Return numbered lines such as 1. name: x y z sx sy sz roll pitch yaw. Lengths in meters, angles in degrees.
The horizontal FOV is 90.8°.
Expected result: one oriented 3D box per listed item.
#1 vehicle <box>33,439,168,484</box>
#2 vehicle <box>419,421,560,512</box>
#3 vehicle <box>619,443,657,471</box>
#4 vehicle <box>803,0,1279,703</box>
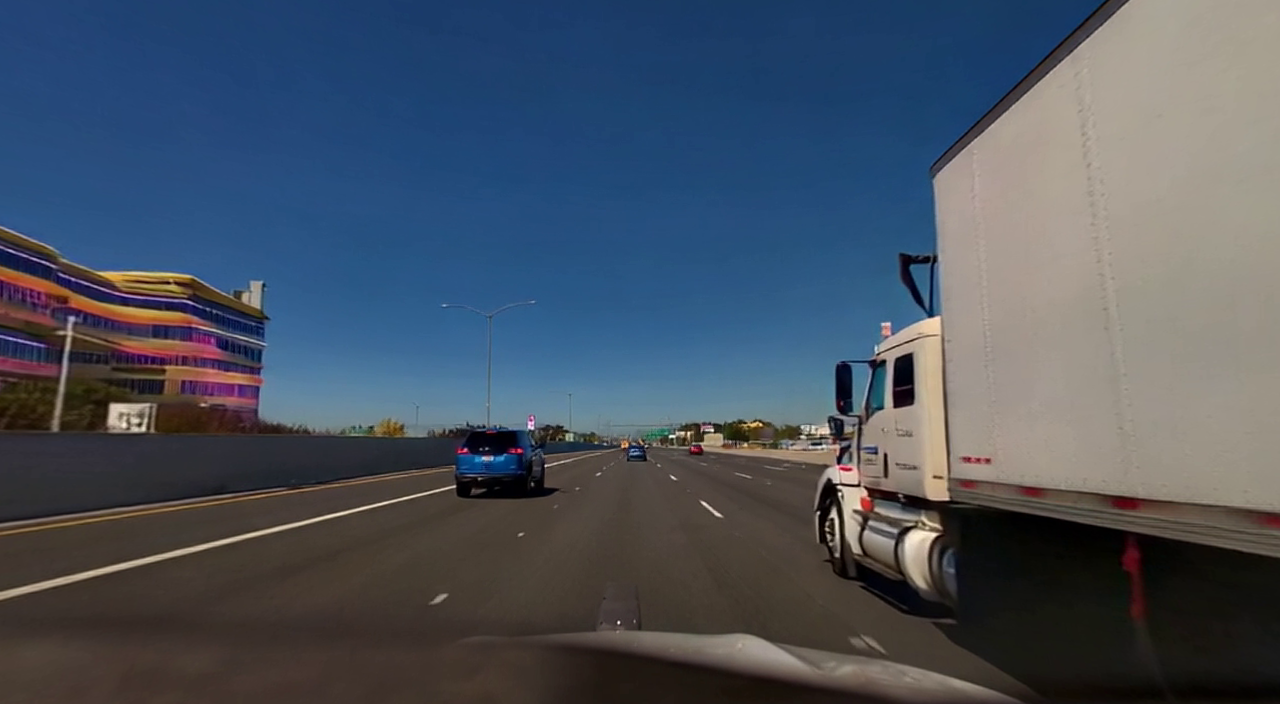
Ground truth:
1. vehicle: -20.124 4.074 23.800 1.718 1.506 3.774 -2 -8 0
2. vehicle: -3.327 2.659 15.112 2.229 1.806 4.698 0 -8 0
3. vehicle: -0.152 5.635 34.149 1.929 1.395 3.999 0 -8 -1
4. vehicle: 3.370 -0.003 1.670 2.934 3.325 10.986 0 -8 0
